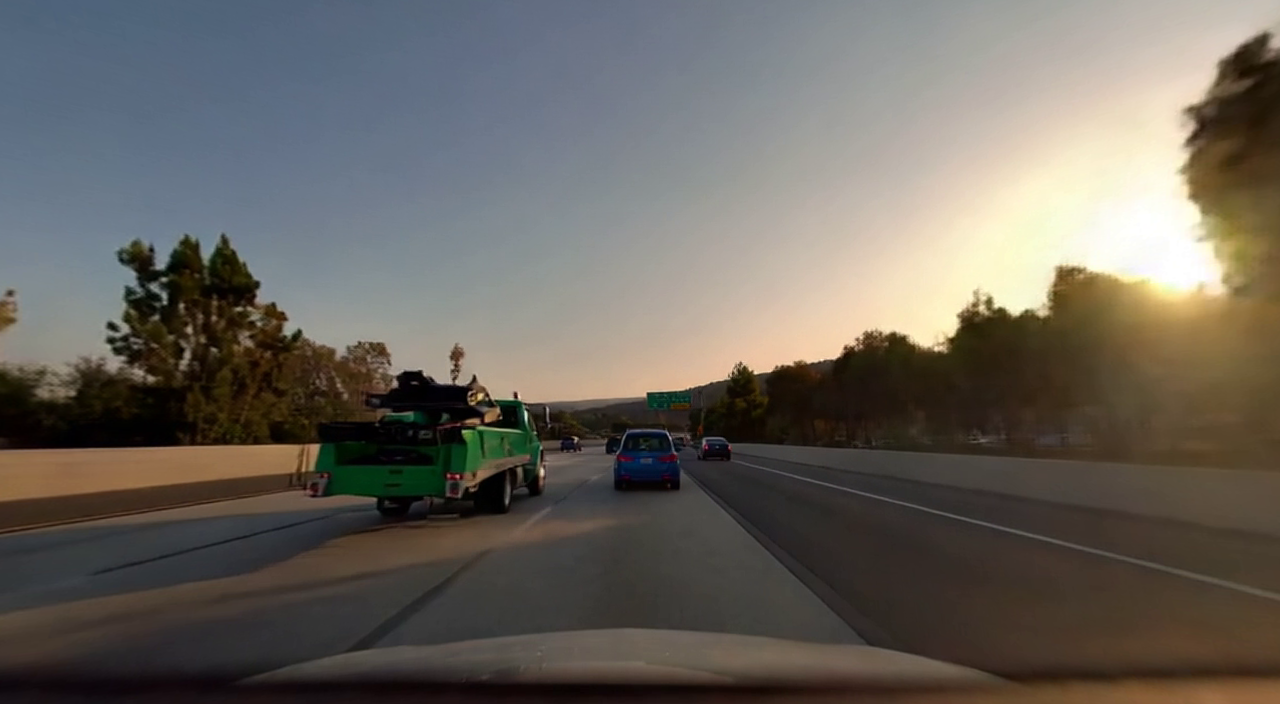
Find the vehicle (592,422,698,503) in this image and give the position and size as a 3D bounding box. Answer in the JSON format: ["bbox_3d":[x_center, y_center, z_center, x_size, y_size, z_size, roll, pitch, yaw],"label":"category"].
[{"bbox_3d":[0.119,2.605,15.207,2.165,1.653,4.456,0,-8,0],"label":"vehicle"}]

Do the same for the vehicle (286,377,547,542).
[{"bbox_3d":[-3.344,1.806,11.087,2.526,2.146,5.594,0,-8,0],"label":"vehicle"}]

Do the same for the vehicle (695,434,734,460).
[{"bbox_3d":[4.945,6.359,42.251,2.079,1.656,4.506,0,-8,0],"label":"vehicle"}]
